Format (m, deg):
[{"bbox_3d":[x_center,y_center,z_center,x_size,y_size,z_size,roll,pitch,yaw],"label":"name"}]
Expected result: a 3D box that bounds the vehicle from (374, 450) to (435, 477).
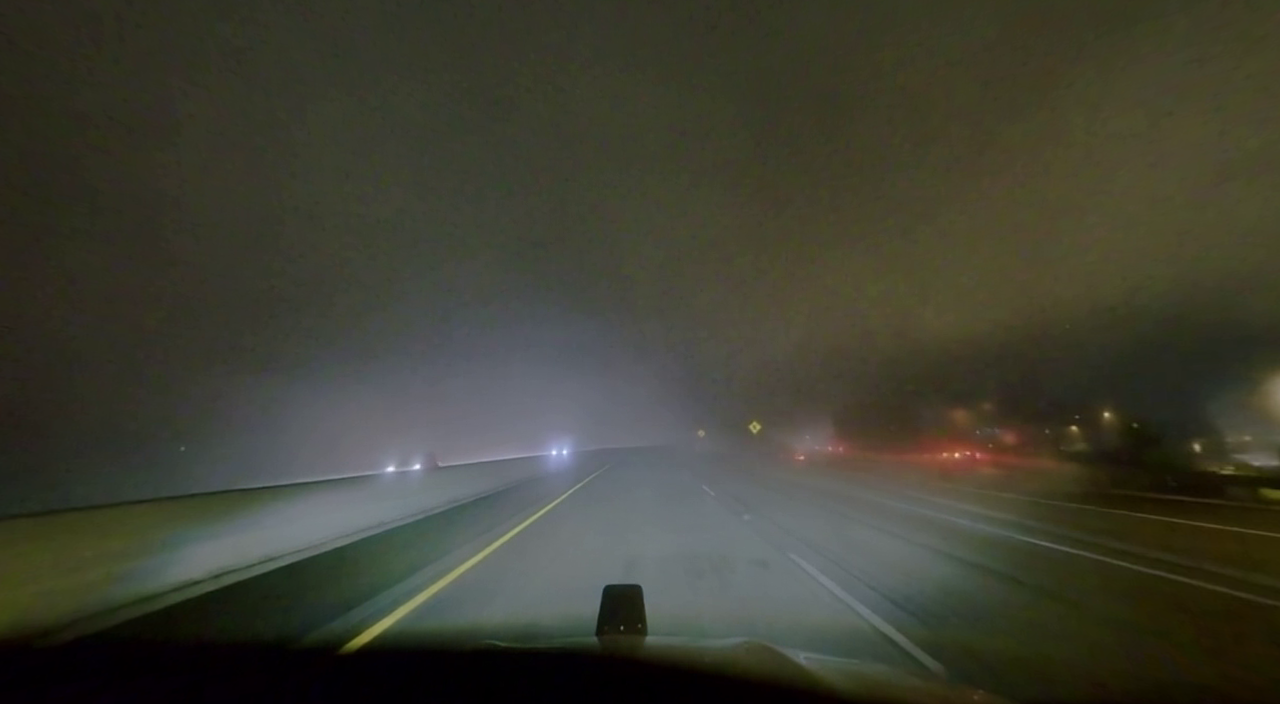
[{"bbox_3d":[-13.752,6.525,37.135,1.847,1.458,4.352,0,-8,1],"label":"vehicle"}]
